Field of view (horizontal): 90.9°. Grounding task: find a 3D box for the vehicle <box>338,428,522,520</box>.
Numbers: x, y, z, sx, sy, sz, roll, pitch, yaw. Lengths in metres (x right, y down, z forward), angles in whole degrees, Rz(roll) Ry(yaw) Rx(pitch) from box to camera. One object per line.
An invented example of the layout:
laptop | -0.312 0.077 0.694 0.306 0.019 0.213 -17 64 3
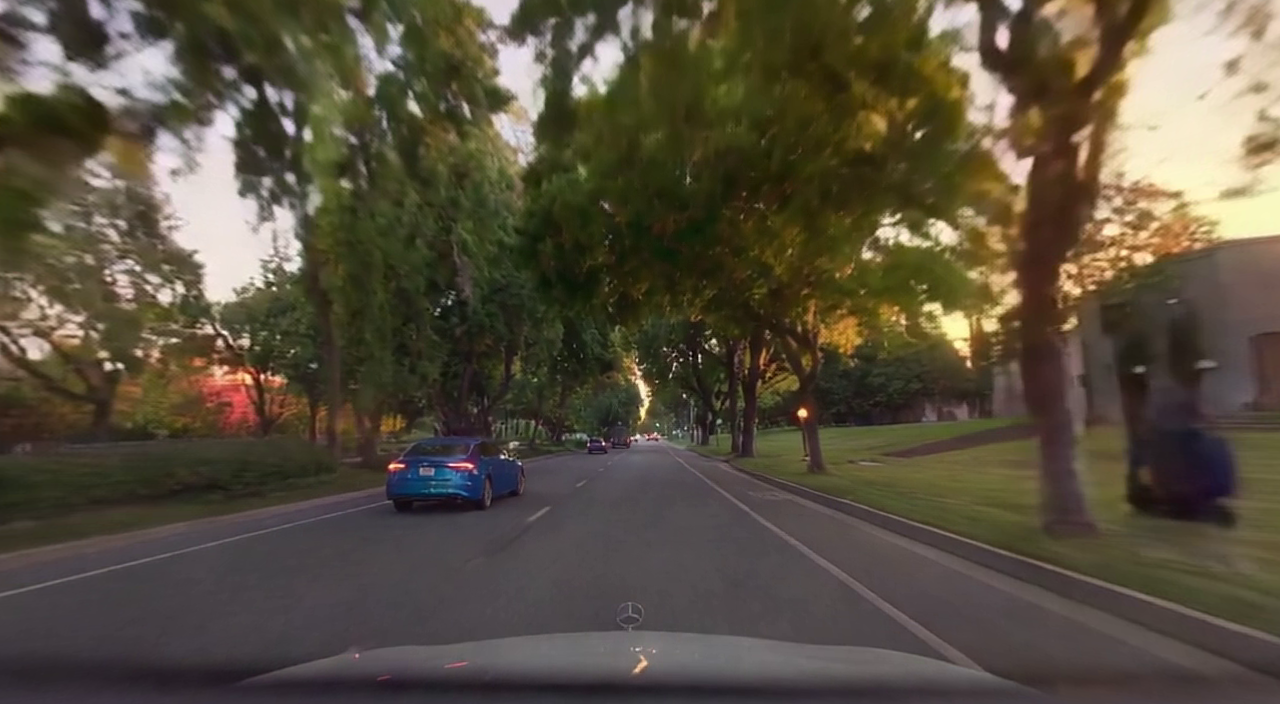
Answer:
vehicle | -3.827 2.310 12.516 2.033 1.454 4.512 0 -8 1

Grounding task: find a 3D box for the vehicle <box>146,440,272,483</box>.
vehicle | -18.571 4.702 27.488 2.153 1.703 4.599 0 -8 0
